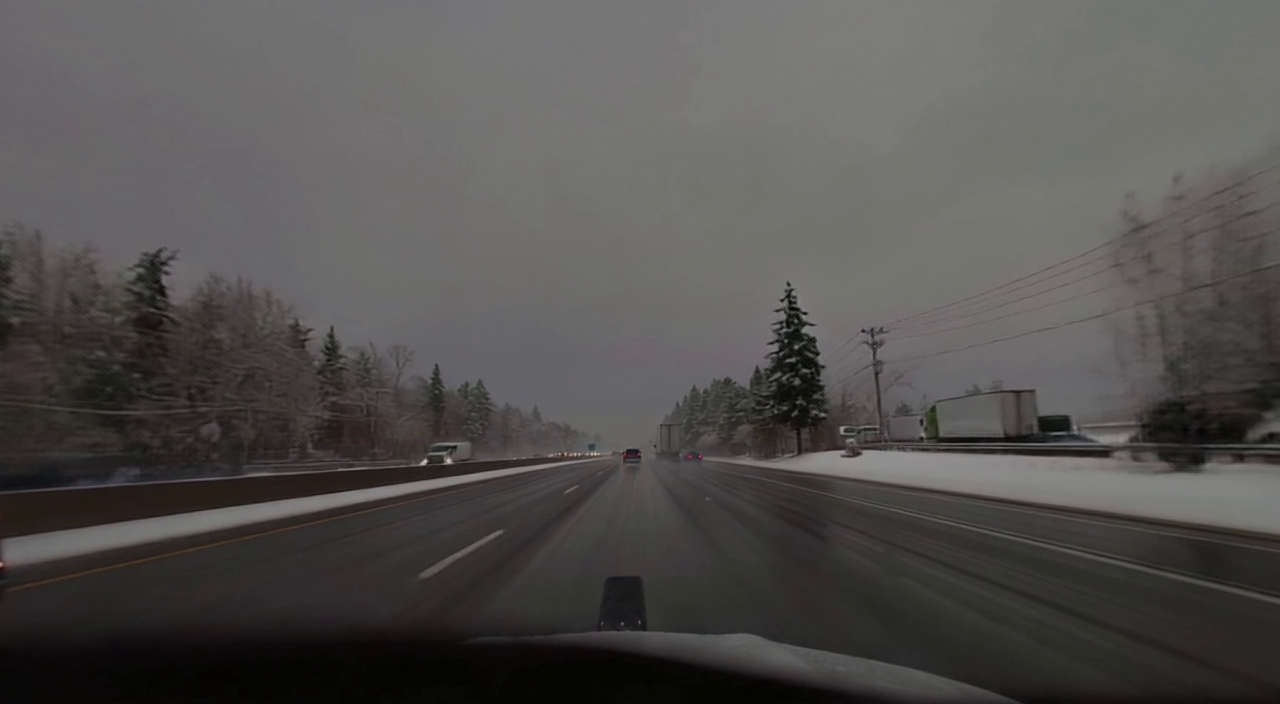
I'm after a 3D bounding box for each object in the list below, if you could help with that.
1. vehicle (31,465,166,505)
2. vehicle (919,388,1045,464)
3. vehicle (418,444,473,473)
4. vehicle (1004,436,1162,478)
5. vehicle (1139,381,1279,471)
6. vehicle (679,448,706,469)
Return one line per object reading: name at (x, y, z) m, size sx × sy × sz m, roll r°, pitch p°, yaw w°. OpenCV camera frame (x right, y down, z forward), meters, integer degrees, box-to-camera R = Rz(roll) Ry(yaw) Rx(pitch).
vehicle at (-23.500, 5.745, 27.628) m, size 1.821 × 1.485 × 4.597 m, roll 0°, pitch -9°, yaw 0°
vehicle at (22.799, 5.189, 43.024) m, size 2.948 × 4.403 × 10.315 m, roll -3°, pitch -8°, yaw 2°
vehicle at (-12.483, 6.847, 40.708) m, size 2.097 × 1.747 × 4.775 m, roll 0°, pitch -9°, yaw -1°
vehicle at (22.816, 5.490, 33.125) m, size 2.735 × 1.910 × 7.423 m, roll 0°, pitch -9°, yaw -2°
vehicle at (31.682, 3.581, 30.746) m, size 2.917 × 4.219 × 14.528 m, roll -3°, pitch -8°, yaw 1°
vehicle at (4.019, 8.225, 48.741) m, size 1.779 × 1.512 × 3.517 m, roll 0°, pitch -9°, yaw 0°
